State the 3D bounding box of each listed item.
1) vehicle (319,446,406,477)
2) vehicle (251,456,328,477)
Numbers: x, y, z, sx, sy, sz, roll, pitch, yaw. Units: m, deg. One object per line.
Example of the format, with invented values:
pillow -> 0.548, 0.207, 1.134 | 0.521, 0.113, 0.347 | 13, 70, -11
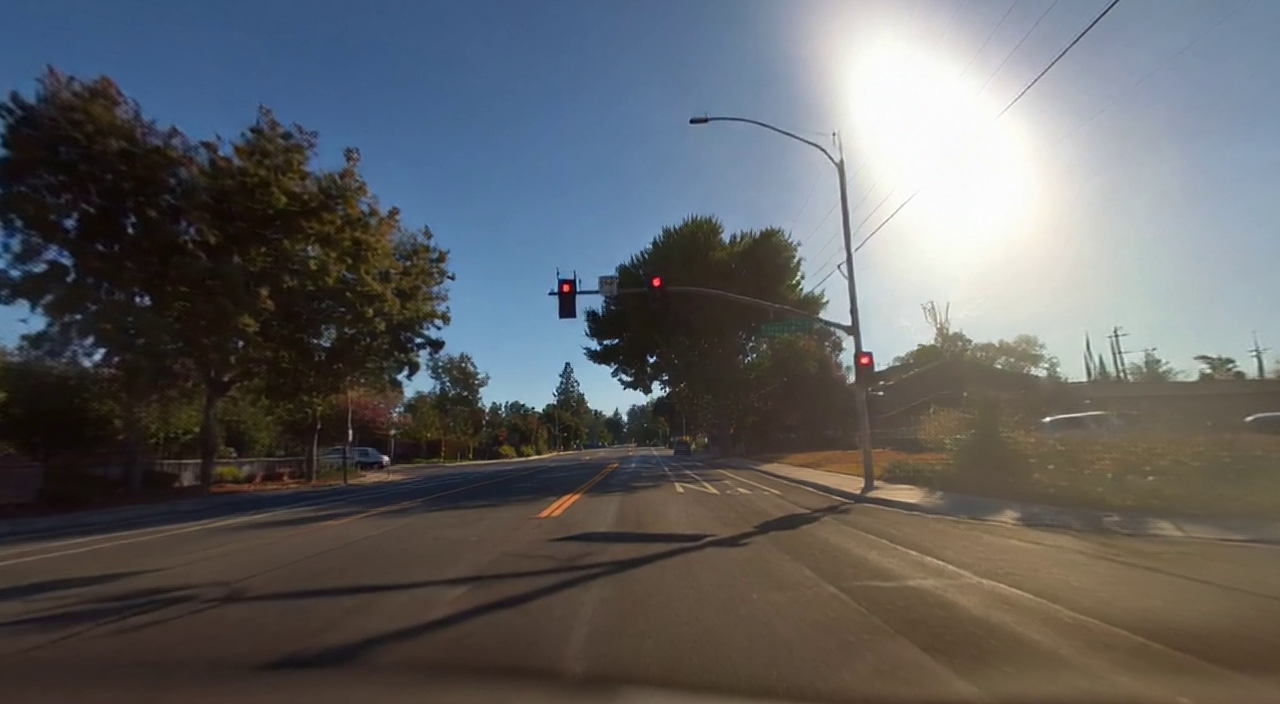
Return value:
vehicle -> -21.667, 8.564, 49.331 | 5.841, 1.902, 2.244 | -5, -8, 4
vehicle -> -27.506, 9.002, 49.526 | 4.696, 1.518, 2.224 | 0, -8, -2
